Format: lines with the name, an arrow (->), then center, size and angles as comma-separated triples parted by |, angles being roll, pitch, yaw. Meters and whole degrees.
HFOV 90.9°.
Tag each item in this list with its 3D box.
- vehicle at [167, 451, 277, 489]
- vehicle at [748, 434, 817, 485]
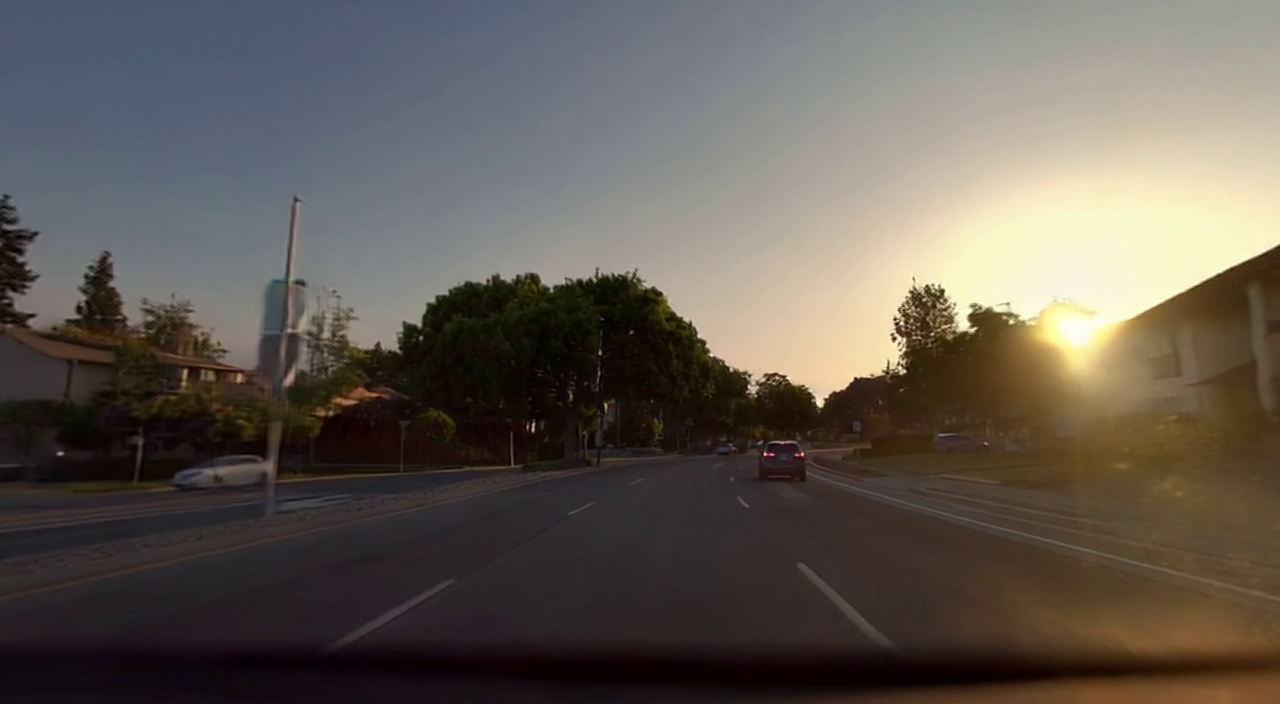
vehicle -> -18.389, 5.156, 27.941 | 1.828, 1.497, 3.858 | -1, -9, 9
vehicle -> 5.592, 4.279, 25.371 | 2.141, 1.833, 4.704 | -1, -8, 6
